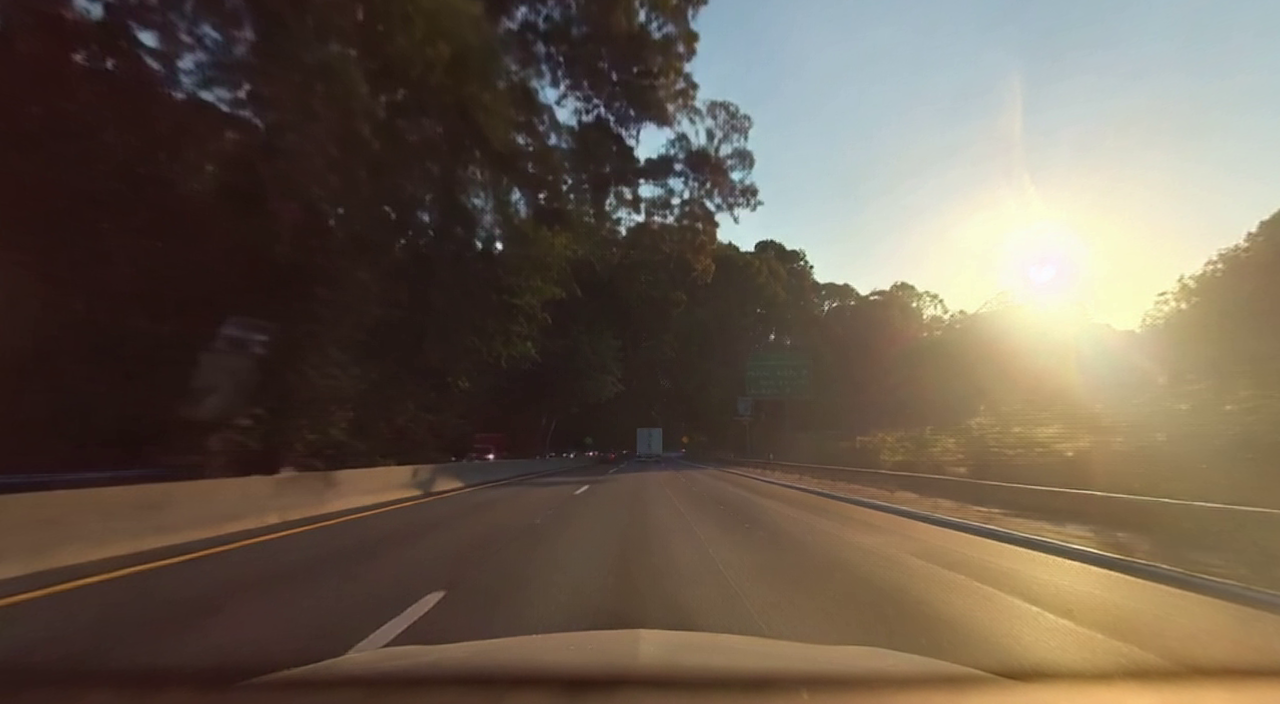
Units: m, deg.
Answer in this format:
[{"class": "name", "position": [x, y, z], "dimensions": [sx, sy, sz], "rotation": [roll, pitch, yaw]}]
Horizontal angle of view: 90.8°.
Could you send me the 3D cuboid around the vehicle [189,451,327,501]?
[{"class": "vehicle", "position": [-12.178, 3.944, 20.468], "dimensions": [1.953, 1.454, 3.938], "rotation": [0, -9, 0]}]
